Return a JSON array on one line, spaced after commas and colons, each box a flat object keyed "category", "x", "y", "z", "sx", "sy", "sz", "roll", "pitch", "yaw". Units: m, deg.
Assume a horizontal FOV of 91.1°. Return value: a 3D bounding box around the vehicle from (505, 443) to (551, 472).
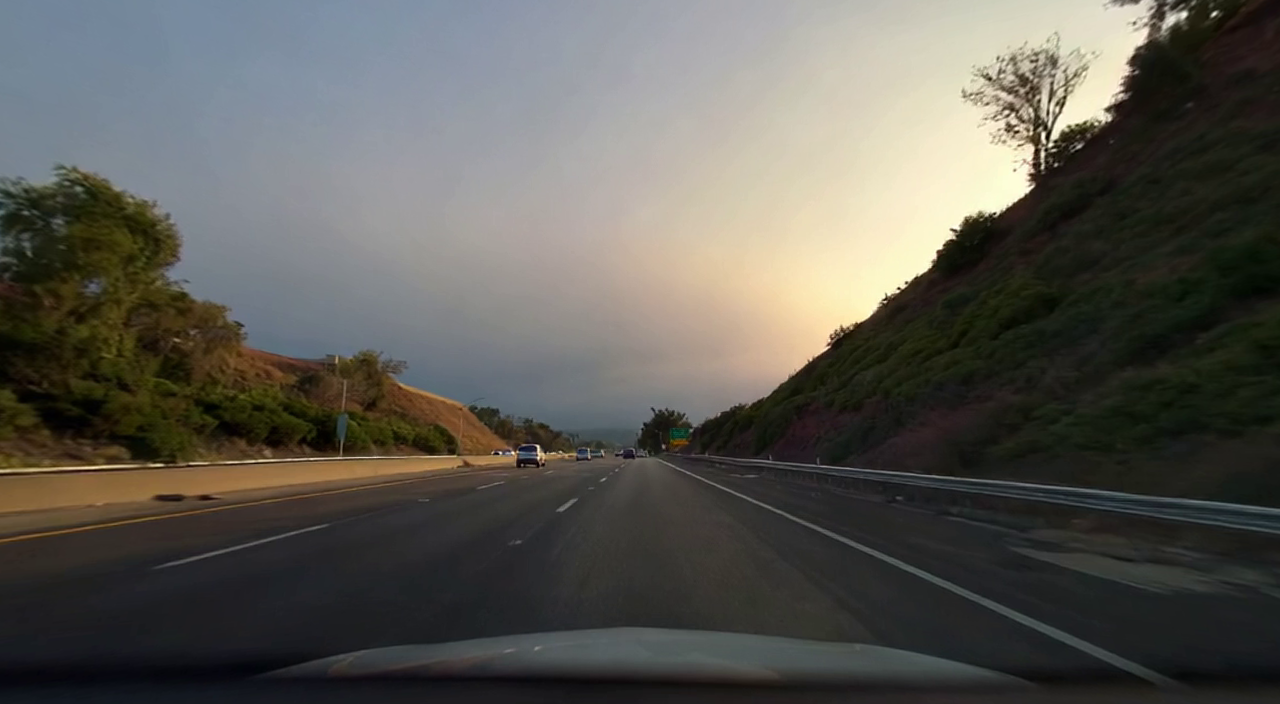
[{"category": "vehicle", "x": -6.682, "y": 6.342, "z": 37.931, "sx": 1.972, "sy": 1.660, "sz": 4.254, "roll": 0, "pitch": -8, "yaw": 0}]
